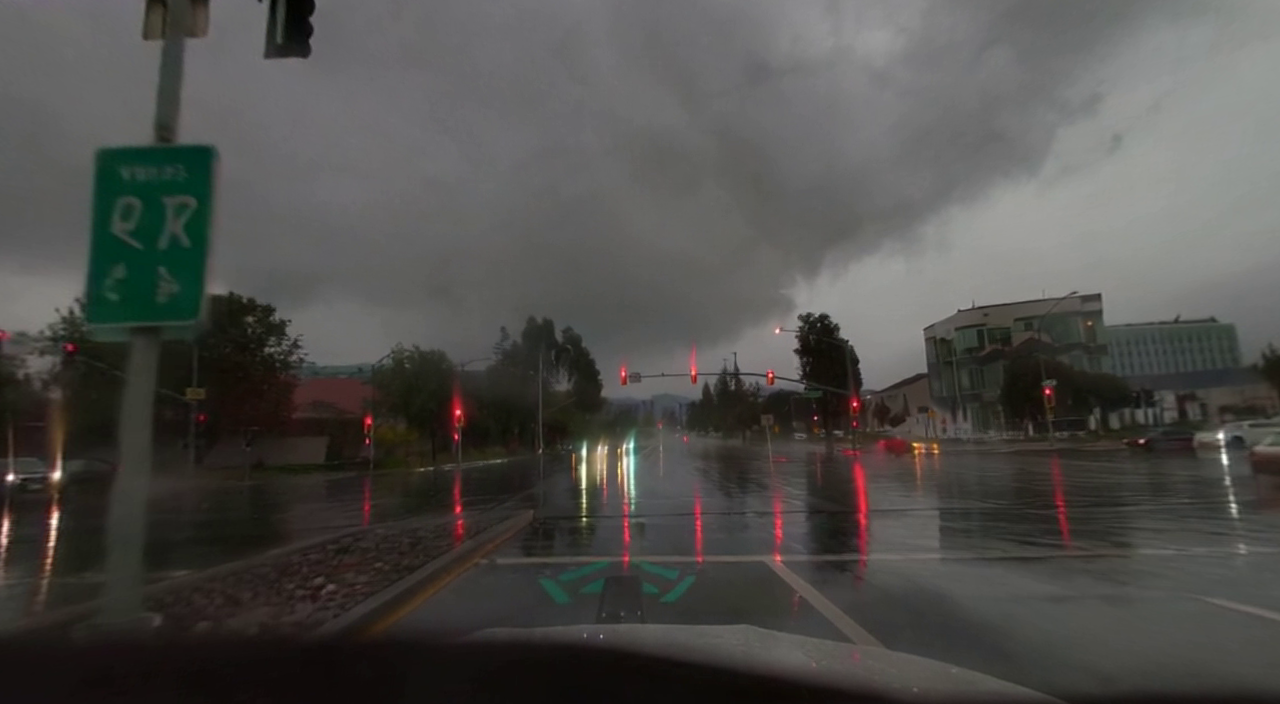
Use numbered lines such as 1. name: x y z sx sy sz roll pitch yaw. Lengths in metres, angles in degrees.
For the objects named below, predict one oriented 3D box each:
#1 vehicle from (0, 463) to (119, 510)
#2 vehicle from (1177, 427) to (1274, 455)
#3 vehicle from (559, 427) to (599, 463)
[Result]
1. vehicle: -24.482 5.416 25.712 4.706 1.734 2.253 -1 -9 6
2. vehicle: 40.082 6.144 43.456 2.173 1.751 4.931 -1 -9 5
3. vehicle: -4.630 7.220 48.888 2.522 2.605 6.598 0 -9 -1
